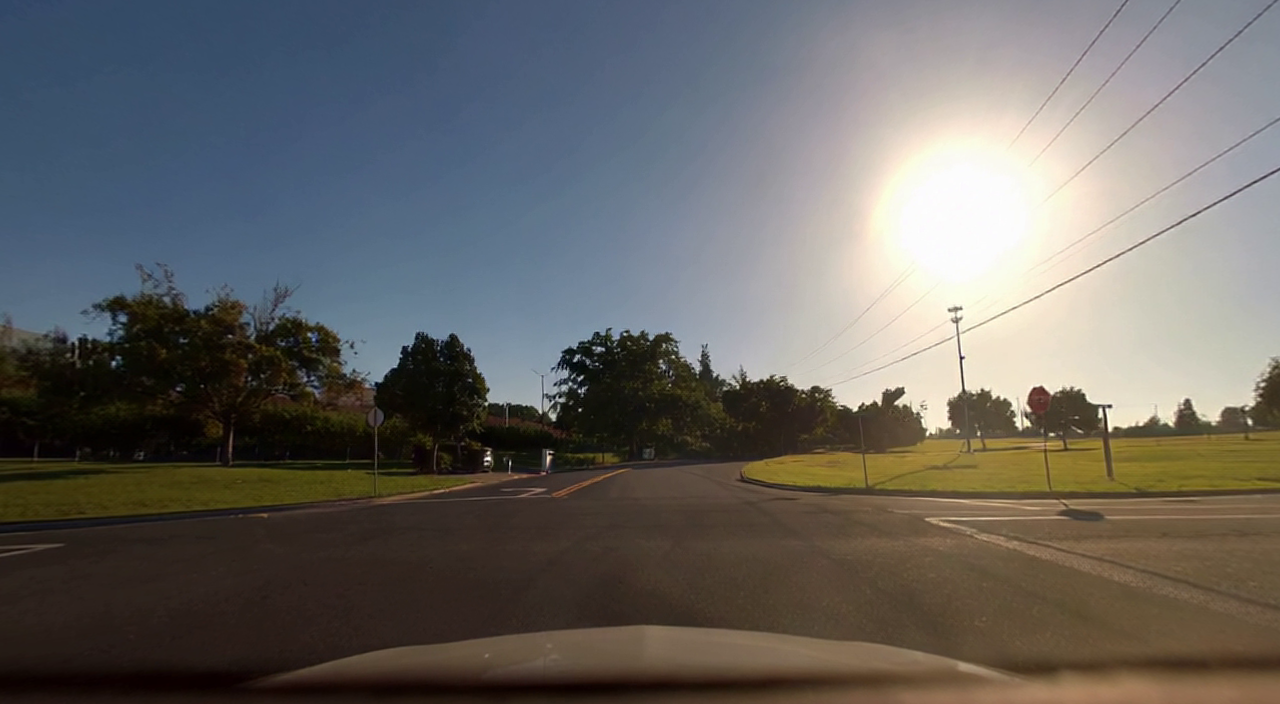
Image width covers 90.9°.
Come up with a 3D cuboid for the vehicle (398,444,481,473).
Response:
[{"bbox_3d":[-12.678,6.747,40.063,4.590,1.735,1.973,-1,-9,3],"label":"vehicle"}]
